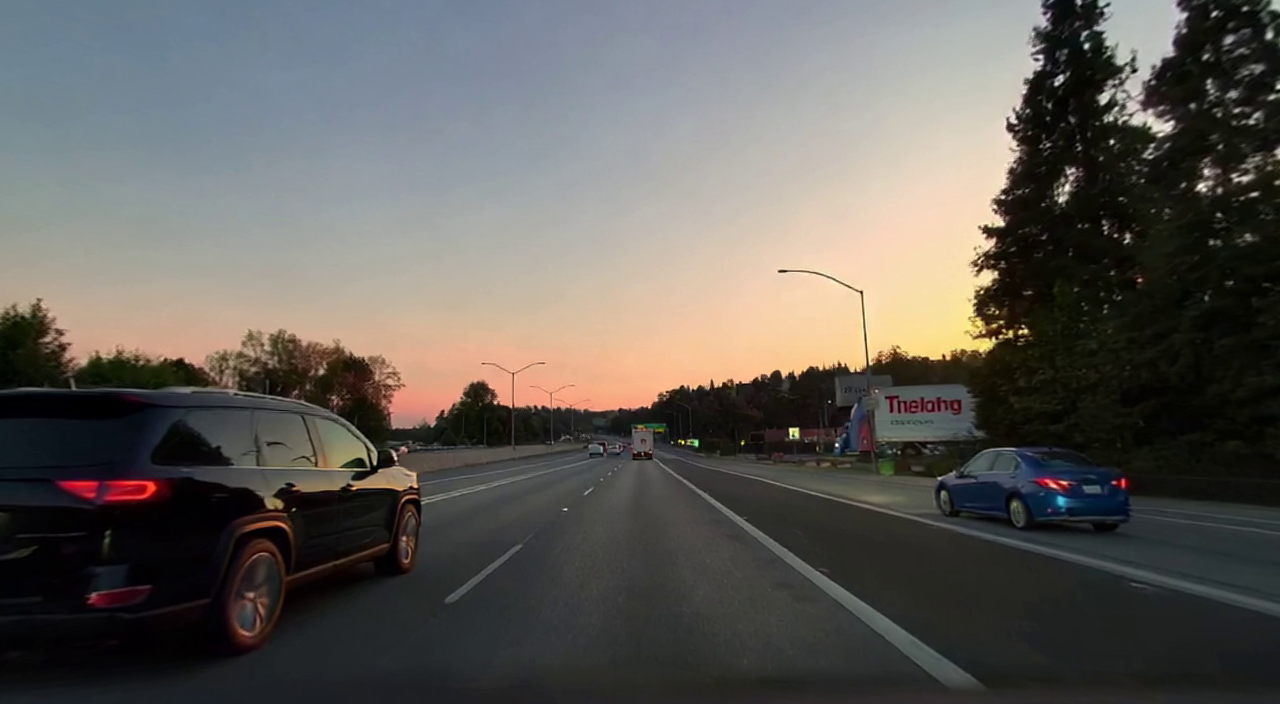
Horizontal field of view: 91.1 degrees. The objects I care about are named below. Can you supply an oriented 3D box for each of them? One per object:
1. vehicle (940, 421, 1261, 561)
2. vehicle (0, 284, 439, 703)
[{"bbox_3d":[6.603,2.005,9.764,1.958,1.681,4.109,0,-9,3],"label":"vehicle"},{"bbox_3d":[-3.163,0.979,3.892,2.178,1.826,4.933,0,-9,0],"label":"vehicle"}]
